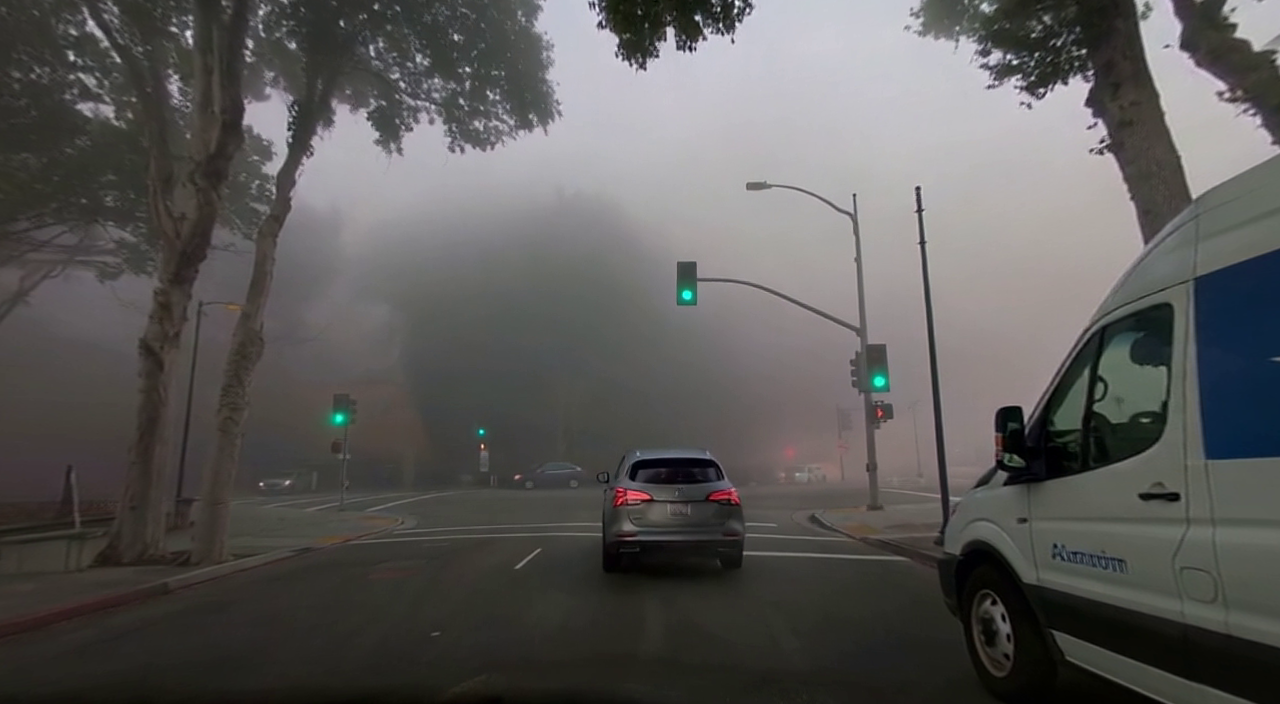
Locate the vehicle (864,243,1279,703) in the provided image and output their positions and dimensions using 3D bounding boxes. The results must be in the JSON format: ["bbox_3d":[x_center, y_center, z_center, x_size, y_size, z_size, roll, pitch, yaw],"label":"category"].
[{"bbox_3d":[2.852,0.815,2.438,2.054,1.965,5.248,1,-10,0],"label":"vehicle"}]

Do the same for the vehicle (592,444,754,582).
[{"bbox_3d":[0.333,2.282,9.488,1.961,1.629,3.610,1,-10,-2],"label":"vehicle"}]

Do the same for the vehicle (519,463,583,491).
[{"bbox_3d":[-5.711,8.113,41.117,1.993,1.692,4.675,-4,-11,23],"label":"vehicle"}]
